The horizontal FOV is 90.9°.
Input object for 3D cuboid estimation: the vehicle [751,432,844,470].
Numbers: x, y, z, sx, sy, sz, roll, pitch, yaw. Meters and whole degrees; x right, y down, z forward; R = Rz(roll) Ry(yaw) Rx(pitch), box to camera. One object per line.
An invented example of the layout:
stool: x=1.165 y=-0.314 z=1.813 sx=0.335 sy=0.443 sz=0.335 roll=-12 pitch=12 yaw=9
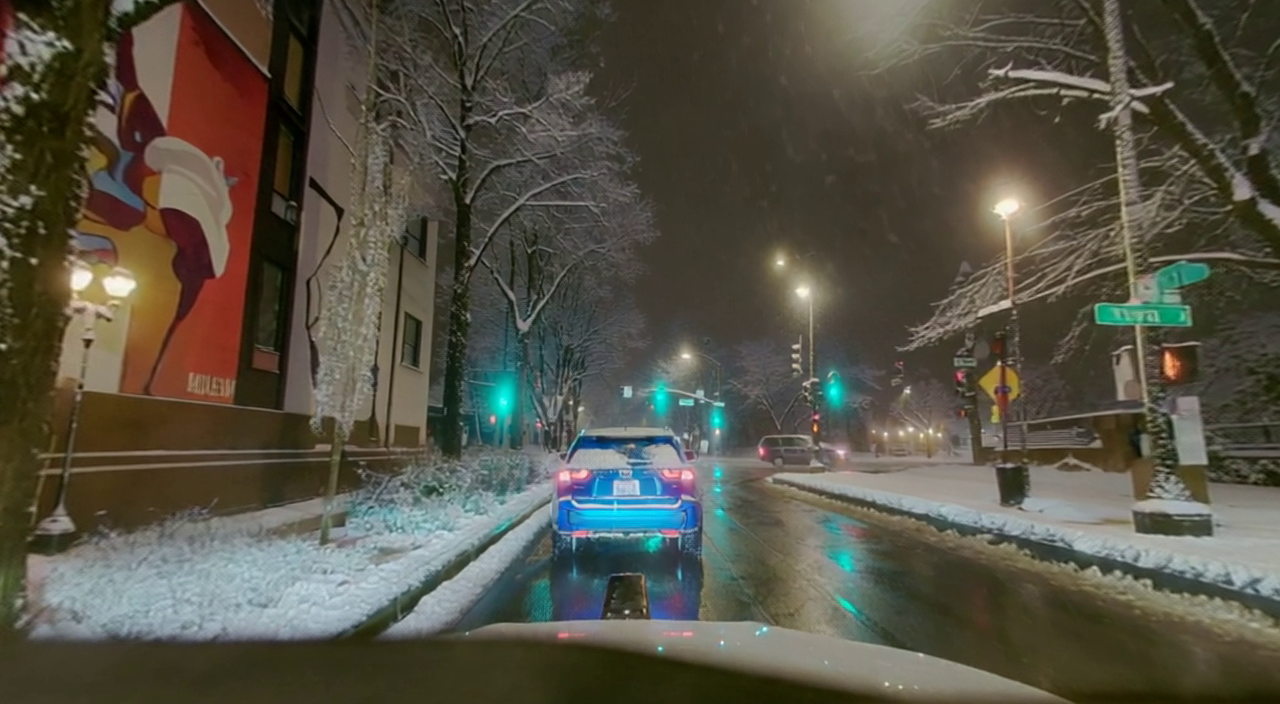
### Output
vehicle: x=9.464 y=5.877 z=37.623 sx=5.513 sy=2.063 sz=2.448 roll=6 pitch=-11 yaw=-37

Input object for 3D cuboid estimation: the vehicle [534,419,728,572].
vehicle: x=-0.113 y=1.831 z=8.777 sx=2.079 sy=1.621 sz=3.861 roll=0 pitch=-8 yaw=0
